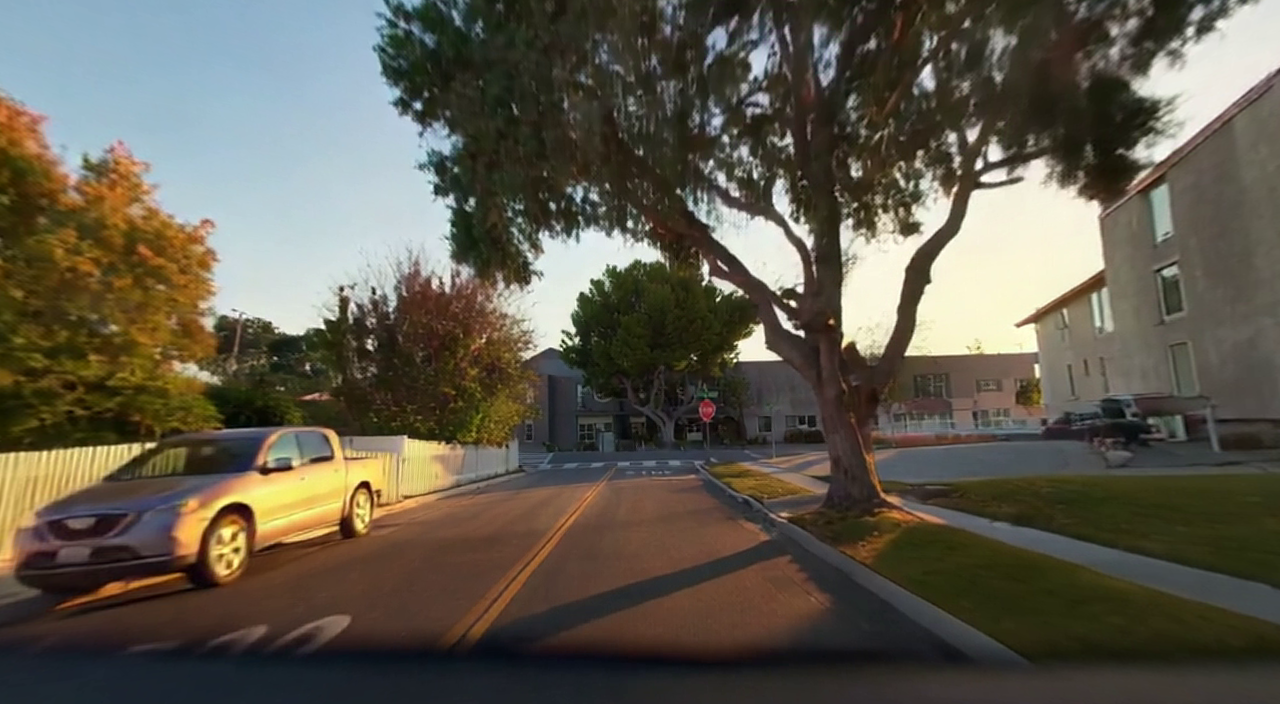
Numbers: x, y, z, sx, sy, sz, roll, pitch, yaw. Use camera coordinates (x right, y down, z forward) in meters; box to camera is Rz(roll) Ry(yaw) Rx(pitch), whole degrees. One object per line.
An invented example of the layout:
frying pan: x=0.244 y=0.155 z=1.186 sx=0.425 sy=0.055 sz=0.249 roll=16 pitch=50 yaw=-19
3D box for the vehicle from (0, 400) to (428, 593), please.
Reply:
vehicle: x=-5.534 y=1.840 z=9.448 sx=2.308 sy=1.899 sz=6.107 roll=-1 pitch=-7 yaw=3
